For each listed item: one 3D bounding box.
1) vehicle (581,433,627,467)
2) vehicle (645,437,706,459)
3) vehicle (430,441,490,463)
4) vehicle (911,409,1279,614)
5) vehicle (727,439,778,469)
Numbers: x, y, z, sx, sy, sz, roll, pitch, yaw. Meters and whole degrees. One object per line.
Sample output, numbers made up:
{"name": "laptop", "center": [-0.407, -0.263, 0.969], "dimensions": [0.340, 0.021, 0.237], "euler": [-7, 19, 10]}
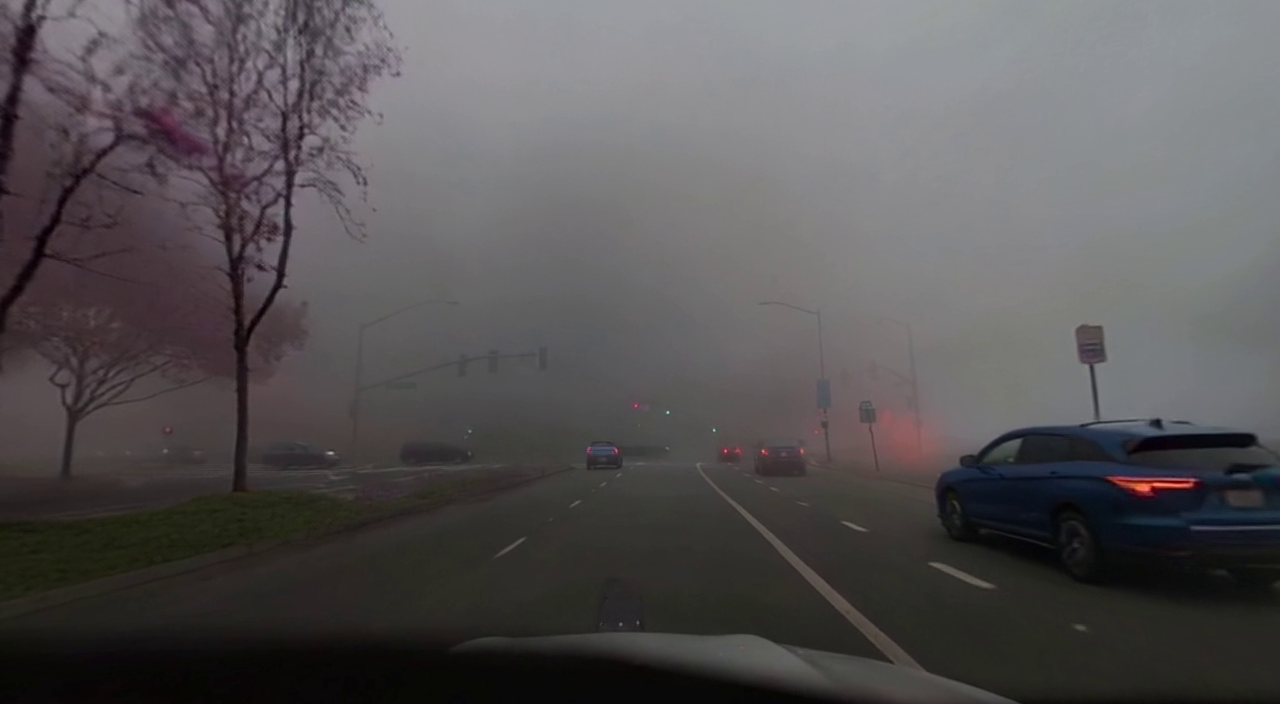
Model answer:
{"name": "vehicle", "center": [-1.891, 5.353, 34.501], "dimensions": [1.995, 1.703, 4.367], "euler": [-1, -9, 4]}
{"name": "vehicle", "center": [2.664, 7.311, 48.059], "dimensions": [4.520, 1.640, 1.825], "euler": [-1, -9, 3]}
{"name": "vehicle", "center": [-13.928, 7.776, 49.129], "dimensions": [4.089, 1.588, 1.808], "euler": [-1, -9, 2]}
{"name": "vehicle", "center": [4.898, 1.513, 6.904], "dimensions": [2.019, 1.518, 4.285], "euler": [0, -9, 1]}
{"name": "vehicle", "center": [5.830, 5.344, 33.292], "dimensions": [2.007, 1.466, 4.291], "euler": [-1, -9, 2]}
